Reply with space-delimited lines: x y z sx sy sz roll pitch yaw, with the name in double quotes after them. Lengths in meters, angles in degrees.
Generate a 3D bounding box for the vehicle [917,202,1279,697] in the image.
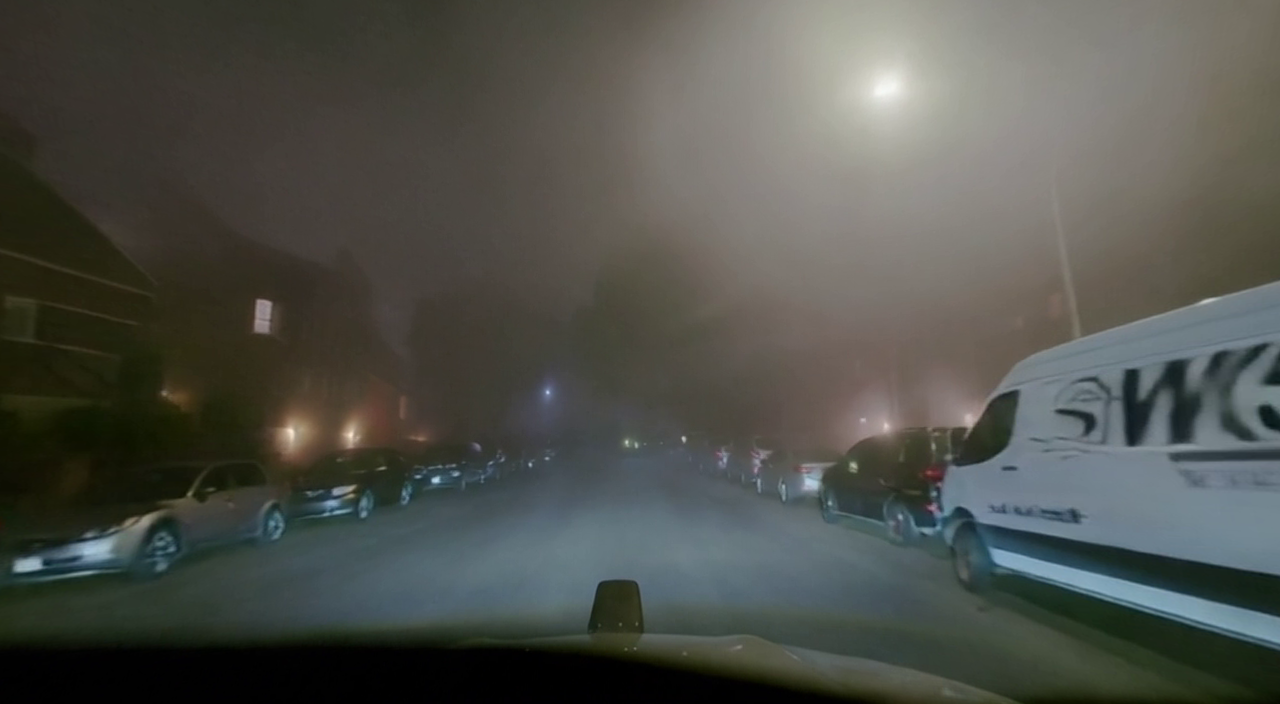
4.516 0.686 4.517 2.178 2.656 5.712 0 -9 -3 "vehicle"

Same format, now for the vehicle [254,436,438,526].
-7.032 3.119 16.016 2.162 1.846 5.426 0 -8 -1 "vehicle"

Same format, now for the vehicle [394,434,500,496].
-7.061 4.181 23.932 2.195 2.023 6.055 0 -8 -1 "vehicle"

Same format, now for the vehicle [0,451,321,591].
-6.873 2.298 9.578 1.828 1.468 4.738 -2 -8 -3 "vehicle"
